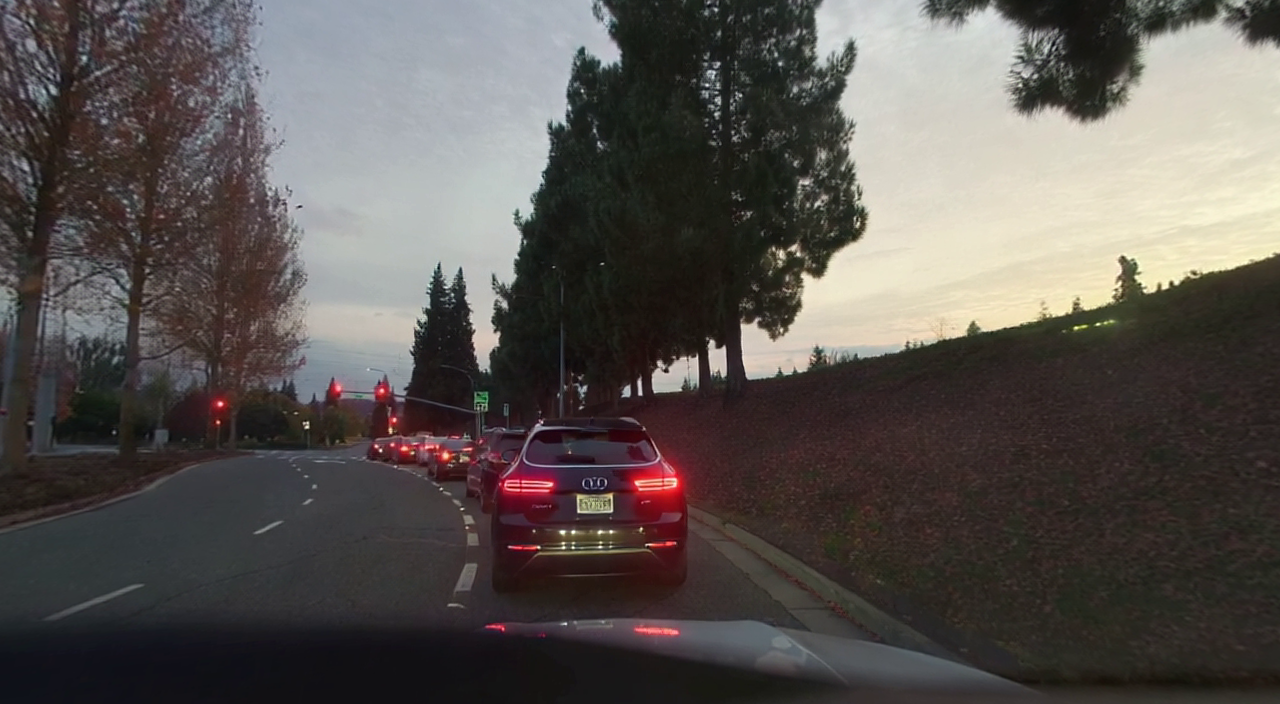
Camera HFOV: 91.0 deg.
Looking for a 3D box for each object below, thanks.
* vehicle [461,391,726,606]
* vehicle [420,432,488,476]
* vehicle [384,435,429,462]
[{"bbox_3d":[-0.682,1.460,7.197,2.134,1.671,4.147,1,-8,-9],"label":"vehicle"},{"bbox_3d":[-7.301,3.932,24.480,1.902,1.536,3.662,4,-9,-25],"label":"vehicle"},{"bbox_3d":[-13.764,5.629,36.894,1.863,1.488,4.426,4,-9,-27],"label":"vehicle"}]
